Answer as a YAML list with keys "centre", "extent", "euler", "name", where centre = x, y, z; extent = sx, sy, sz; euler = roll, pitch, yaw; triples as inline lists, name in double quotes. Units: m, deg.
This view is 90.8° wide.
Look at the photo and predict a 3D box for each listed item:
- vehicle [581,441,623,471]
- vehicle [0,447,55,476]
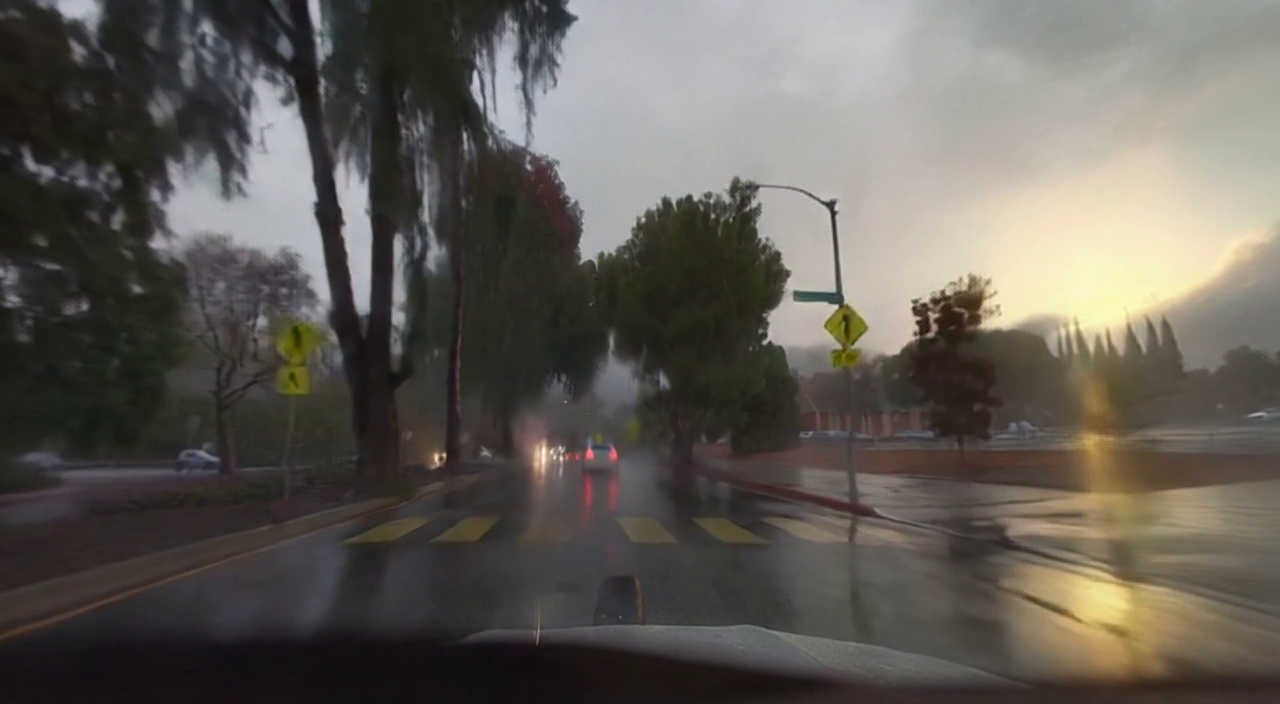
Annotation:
- centre: [-2.103, 5.594, 34.257]
  extent: [2.142, 1.501, 4.273]
  euler: [1, -9, -4]
  name: "vehicle"
- centre: [-47.468, 8.433, 48.979]
  extent: [2.020, 2.099, 4.657]
  euler: [5, -10, -30]
  name: "vehicle"
